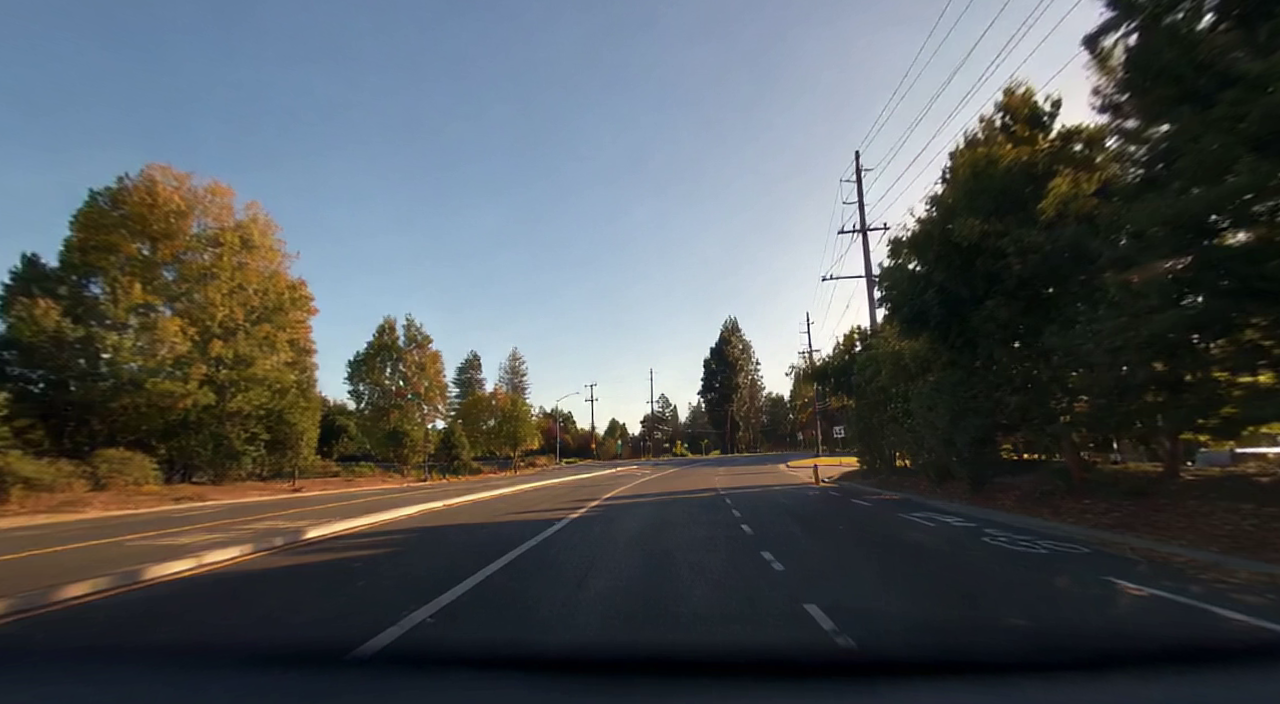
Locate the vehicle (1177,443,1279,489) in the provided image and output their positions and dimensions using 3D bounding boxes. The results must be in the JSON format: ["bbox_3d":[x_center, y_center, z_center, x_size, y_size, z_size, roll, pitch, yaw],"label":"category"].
[{"bbox_3d":[20.876,3.780,21.001,4.403,1.429,1.675,0,-10,1],"label":"vehicle"}]
